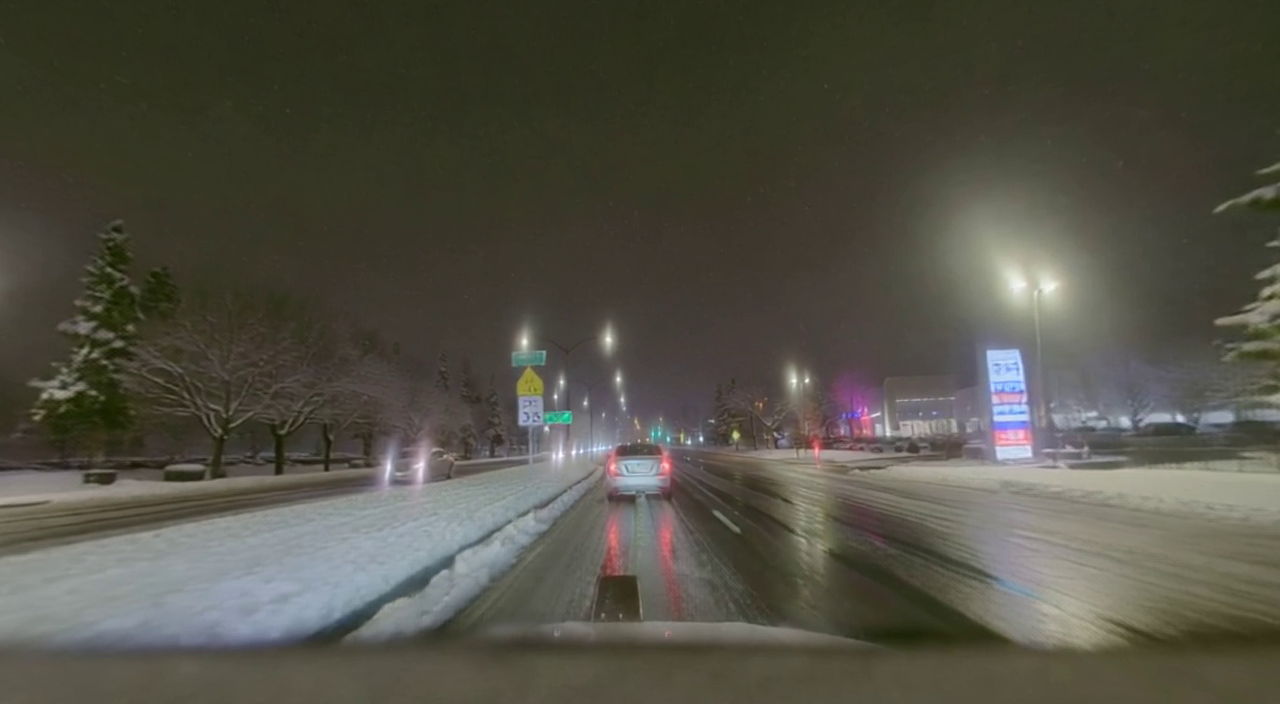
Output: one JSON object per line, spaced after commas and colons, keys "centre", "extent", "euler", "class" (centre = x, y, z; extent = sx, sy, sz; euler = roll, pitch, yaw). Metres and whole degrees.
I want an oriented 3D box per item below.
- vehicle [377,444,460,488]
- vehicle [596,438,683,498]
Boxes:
{"centre": [-9.137, 4.680, 26.371], "extent": [1.903, 1.476, 4.395], "euler": [-5, -8, -1], "class": "vehicle"}
{"centre": [-0.048, 3.168, 17.590], "extent": [2.126, 1.475, 3.967], "euler": [0, -8, -1], "class": "vehicle"}
